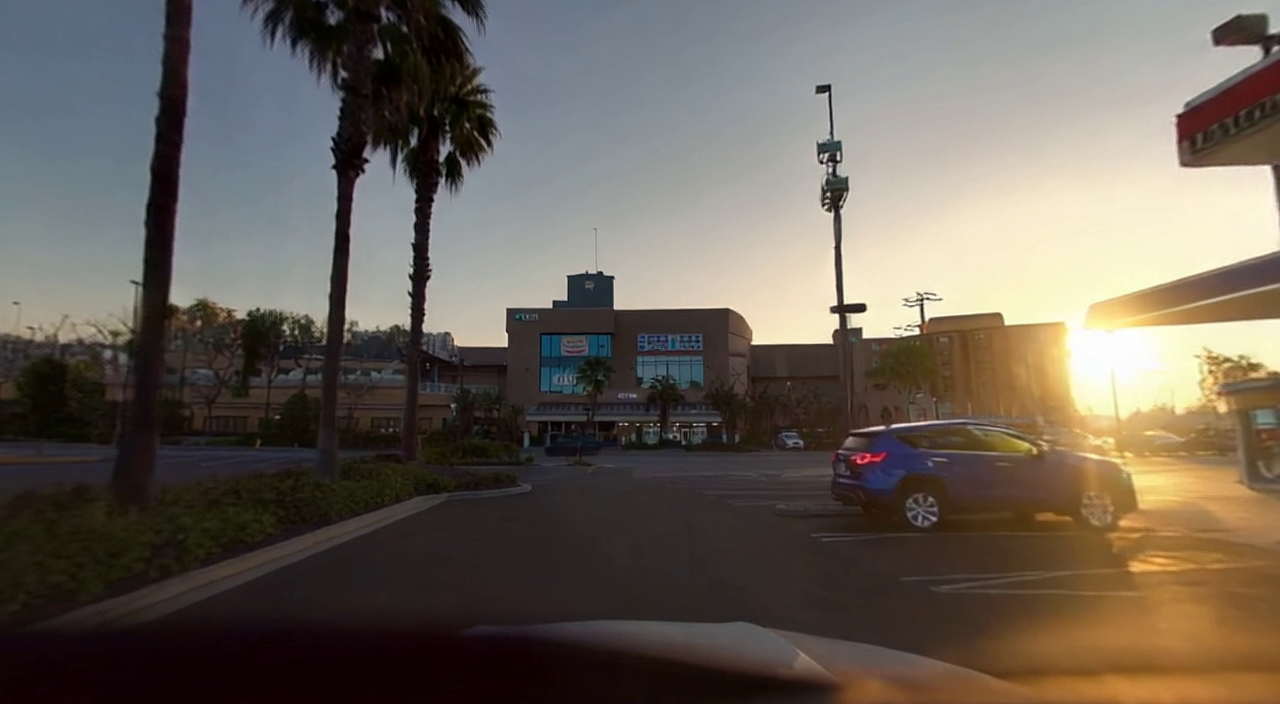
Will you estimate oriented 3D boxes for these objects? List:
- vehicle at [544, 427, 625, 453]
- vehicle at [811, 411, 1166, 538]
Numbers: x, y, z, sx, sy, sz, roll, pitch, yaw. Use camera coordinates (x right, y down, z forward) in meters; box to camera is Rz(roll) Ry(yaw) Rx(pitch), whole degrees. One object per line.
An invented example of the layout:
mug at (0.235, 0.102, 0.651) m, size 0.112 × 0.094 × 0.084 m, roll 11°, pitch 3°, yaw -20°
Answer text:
vehicle at (-4.046, 6.470, 46.640) m, size 5.763 × 1.840 × 2.077 m, roll 0°, pitch -8°, yaw -2°
vehicle at (5.452, 1.938, 10.412) m, size 4.560 × 1.818 × 2.148 m, roll 0°, pitch -8°, yaw -4°
